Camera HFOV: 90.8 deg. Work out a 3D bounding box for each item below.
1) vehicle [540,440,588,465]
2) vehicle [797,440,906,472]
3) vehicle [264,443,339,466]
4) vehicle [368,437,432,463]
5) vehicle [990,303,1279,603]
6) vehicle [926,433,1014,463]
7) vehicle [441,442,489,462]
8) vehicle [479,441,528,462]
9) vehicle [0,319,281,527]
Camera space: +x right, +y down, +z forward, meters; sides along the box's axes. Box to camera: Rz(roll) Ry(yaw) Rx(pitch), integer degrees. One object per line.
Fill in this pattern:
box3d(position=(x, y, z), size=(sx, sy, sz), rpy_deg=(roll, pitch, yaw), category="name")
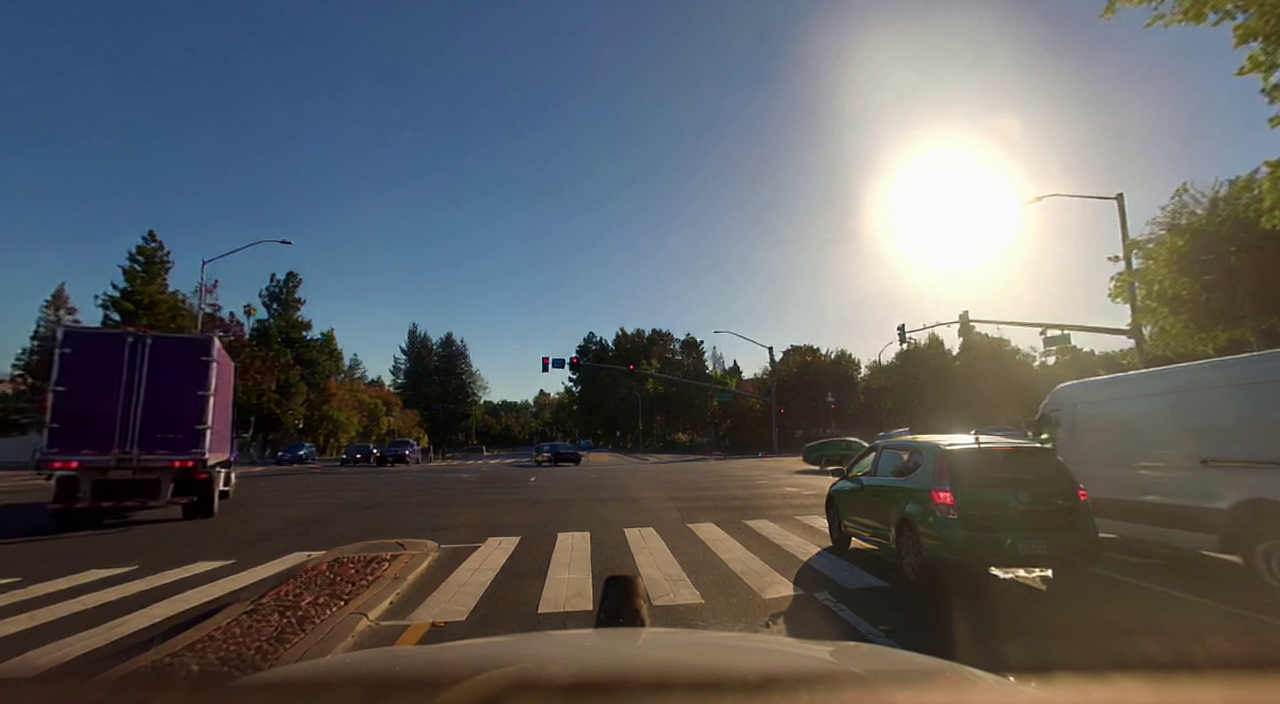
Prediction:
box3d(position=(-4.935, 6.428, 40.456), size=(2.086, 1.487, 4.846), rpy_deg=(3, -9, -18), category="vehicle")
box3d(position=(9.812, 4.866, 29.604), size=(4.487, 1.415, 1.911), rpy_deg=(-1, -9, 7), category="vehicle")
box3d(position=(-21.831, 6.640, 40.986), size=(1.859, 1.415, 4.591), rpy_deg=(-1, -9, 8), category="vehicle")
box3d(position=(-17.384, 7.148, 46.005), size=(2.189, 1.753, 4.785), rpy_deg=(-1, -9, 8), category="vehicle")
box3d(position=(6.544, 1.065, 6.779), size=(2.332, 2.511, 5.326), rpy_deg=(0, -9, -2), category="vehicle")
box3d(position=(20.051, 5.809, 38.294), size=(5.244, 1.717, 1.897), rpy_deg=(4, -10, -26), category="vehicle")
box3d(position=(-13.191, 7.595, 47.859), size=(1.845, 1.426, 4.289), rpy_deg=(-1, -9, 8), category="vehicle")
box3d(position=(-10.148, 7.464, 47.384), size=(2.097, 1.484, 4.596), rpy_deg=(-1, -9, 7), category="vehicle")
box3d(position=(-9.844, 1.589, 13.496), size=(3.112, 3.230, 6.726), rpy_deg=(5, -9, -25), category="vehicle")
